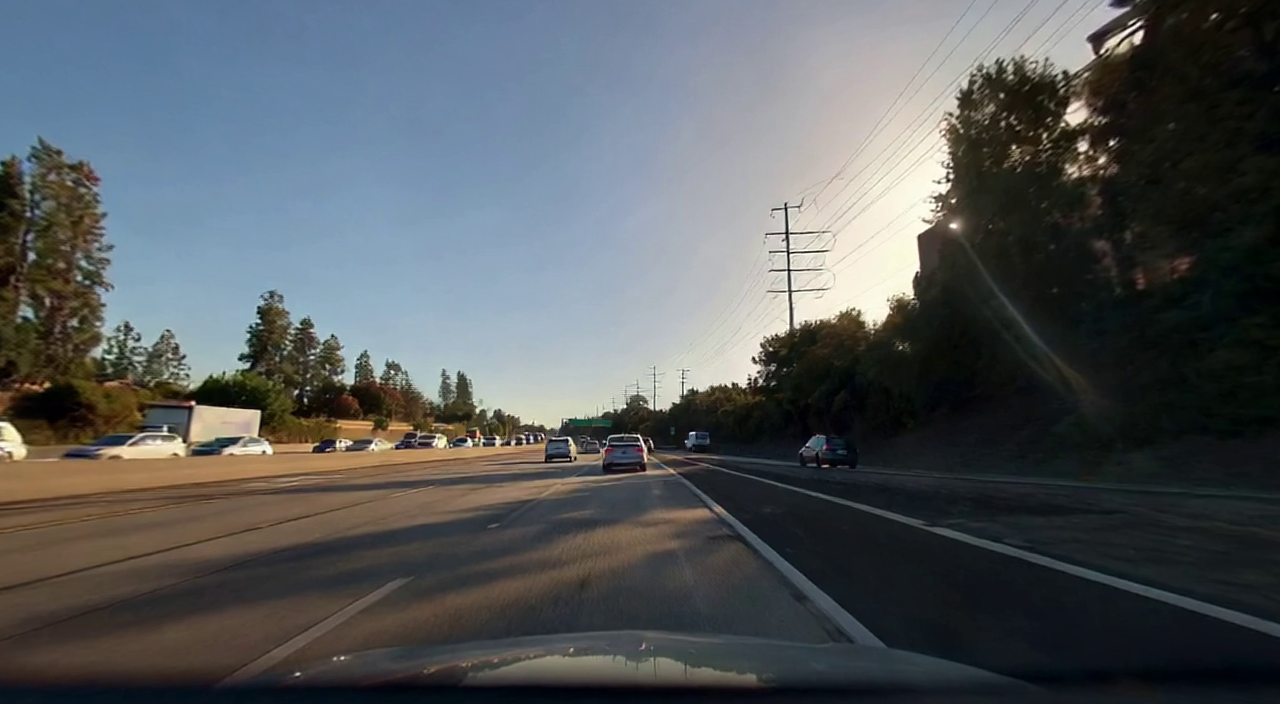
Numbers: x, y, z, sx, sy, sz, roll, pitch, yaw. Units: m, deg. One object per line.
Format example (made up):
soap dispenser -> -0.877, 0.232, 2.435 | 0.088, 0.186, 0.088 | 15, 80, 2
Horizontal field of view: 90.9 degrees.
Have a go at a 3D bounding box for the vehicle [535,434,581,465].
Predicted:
vehicle -> -4.611, 5.555, 36.072 | 2.130, 1.685, 4.341 | 0, -8, -1

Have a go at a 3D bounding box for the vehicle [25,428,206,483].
vehicle -> -16.537, 3.280, 20.281 | 1.913, 1.534, 4.524 | 0, -8, 0

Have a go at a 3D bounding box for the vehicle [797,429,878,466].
vehicle -> 9.872, 4.828, 31.986 | 2.099, 1.720, 4.829 | 1, -8, -7

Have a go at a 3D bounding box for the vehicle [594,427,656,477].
vehicle -> -0.558, 3.878, 24.736 | 2.192, 1.769, 4.287 | 0, -8, -1

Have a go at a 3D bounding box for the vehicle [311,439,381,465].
vehicle -> -17.089, 5.851, 36.963 | 1.838, 1.424, 4.575 | 0, -8, 1

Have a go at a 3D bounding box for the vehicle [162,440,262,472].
vehicle -> -20.510, 4.969, 30.487 | 1.759, 1.415, 4.489 | 0, -8, -1
